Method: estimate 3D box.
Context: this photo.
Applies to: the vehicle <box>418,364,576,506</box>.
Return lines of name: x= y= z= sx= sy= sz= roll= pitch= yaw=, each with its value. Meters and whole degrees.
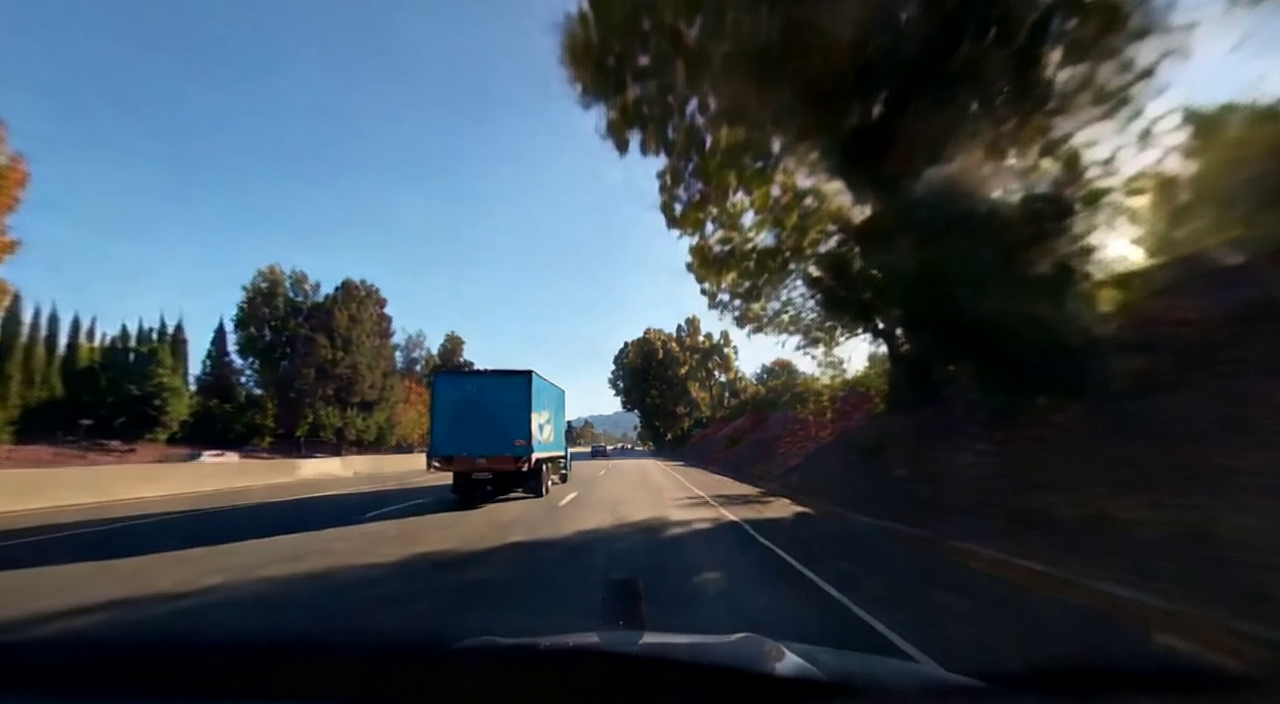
vehicle: x=-3.747 y=2.532 z=18.955 sx=2.874 sy=3.309 sz=8.208 roll=0 pitch=-8 yaw=-1
